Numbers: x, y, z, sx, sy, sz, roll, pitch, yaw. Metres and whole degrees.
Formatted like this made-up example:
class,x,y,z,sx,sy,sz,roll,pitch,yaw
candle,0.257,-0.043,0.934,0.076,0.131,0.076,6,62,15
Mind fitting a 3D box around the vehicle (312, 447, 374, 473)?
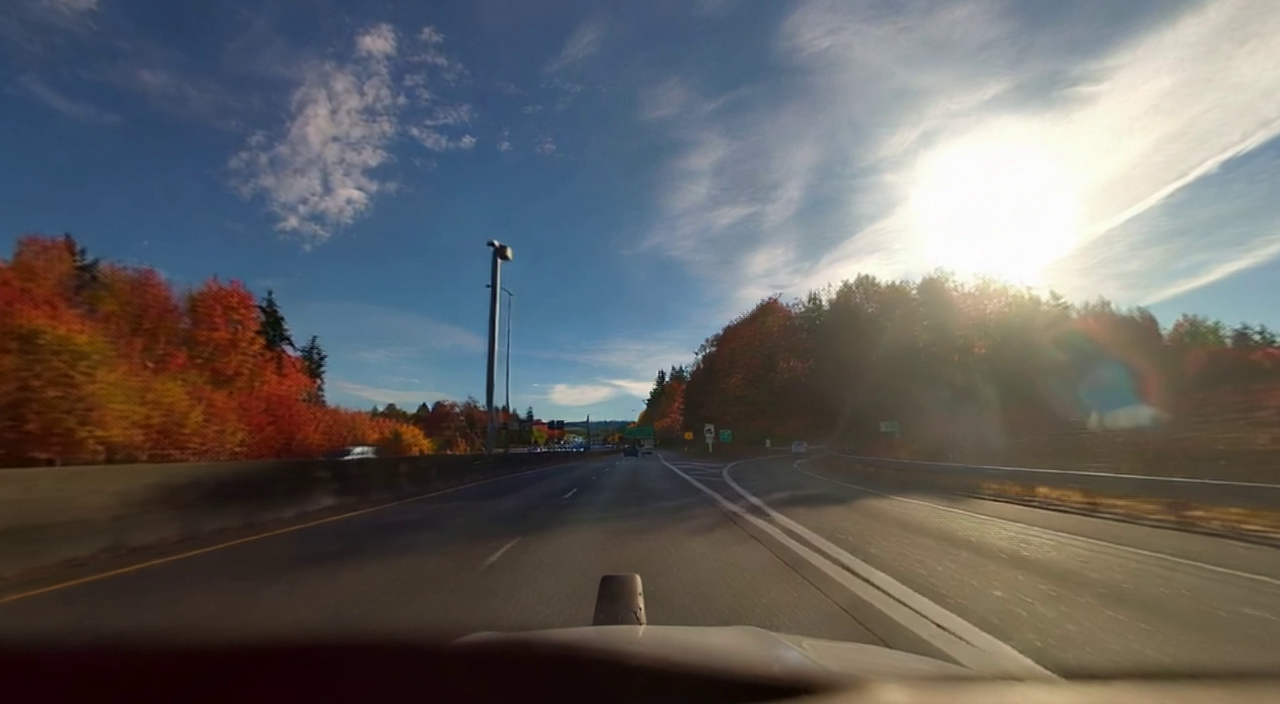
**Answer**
class,x,y,z,sx,sy,sz,roll,pitch,yaw
vehicle,-20.395,7.419,43.244,1.929,1.652,4.478,-1,-9,2
